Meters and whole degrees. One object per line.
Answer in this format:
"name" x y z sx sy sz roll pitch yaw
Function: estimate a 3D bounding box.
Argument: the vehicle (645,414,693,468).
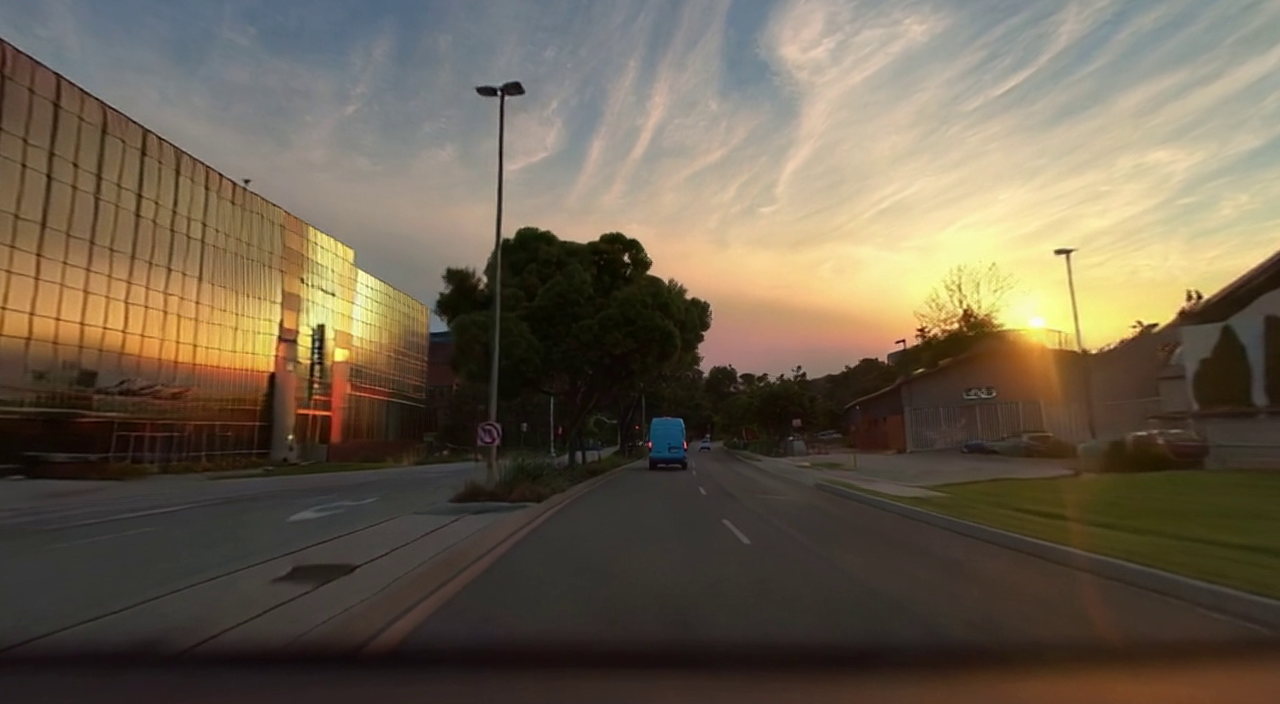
"vehicle" 1.763 5.087 36.054 2.435 2.816 5.232 -1 -8 6
